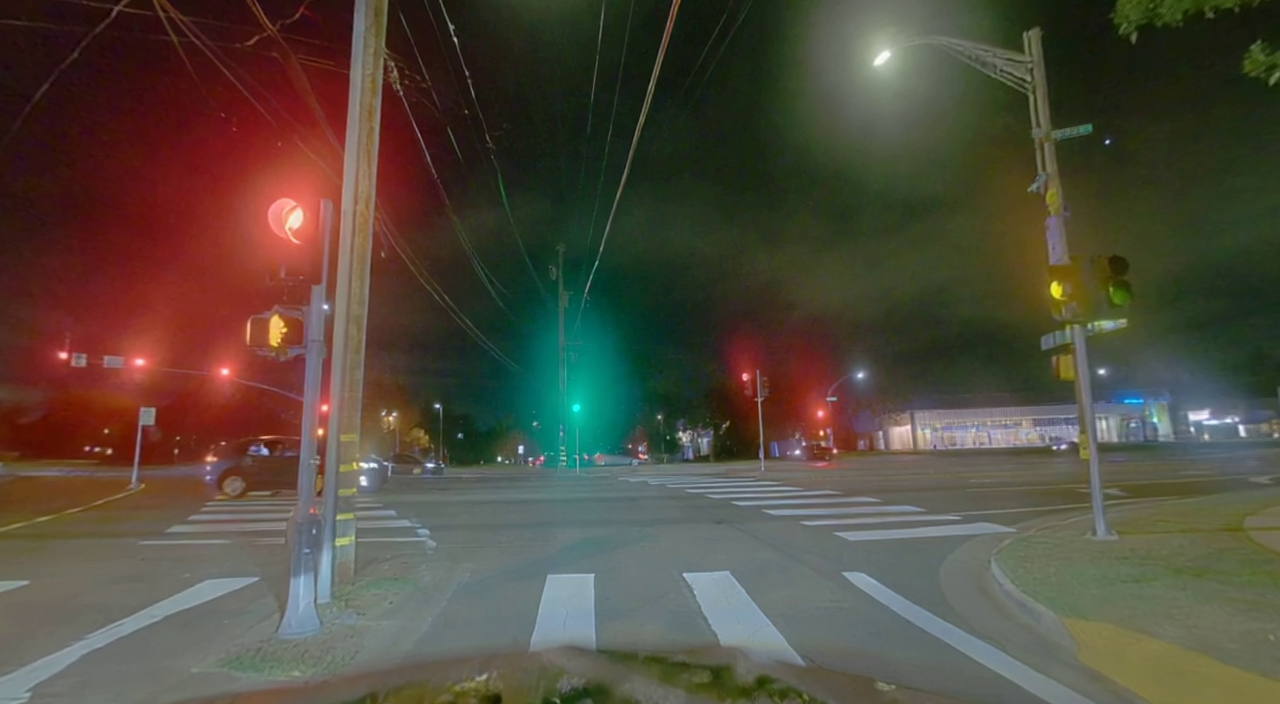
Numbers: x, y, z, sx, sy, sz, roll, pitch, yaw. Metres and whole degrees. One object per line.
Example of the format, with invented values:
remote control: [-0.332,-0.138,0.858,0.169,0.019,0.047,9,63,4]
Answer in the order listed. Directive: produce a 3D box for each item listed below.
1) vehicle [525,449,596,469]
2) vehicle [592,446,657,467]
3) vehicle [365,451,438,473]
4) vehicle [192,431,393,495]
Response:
vehicle: [-5.904,7.931,47.075,4.837,1.407,1.818,4,-9,-26]
vehicle: [-1.128,7.548,45.816,4.391,1.451,1.717,4,-9,-26]
vehicle: [-17.052,7.845,45.209,4.623,1.471,1.805,4,-9,-25]
vehicle: [-9.683,3.091,17.811,4.530,1.648,2.075,-1,-9,9]
